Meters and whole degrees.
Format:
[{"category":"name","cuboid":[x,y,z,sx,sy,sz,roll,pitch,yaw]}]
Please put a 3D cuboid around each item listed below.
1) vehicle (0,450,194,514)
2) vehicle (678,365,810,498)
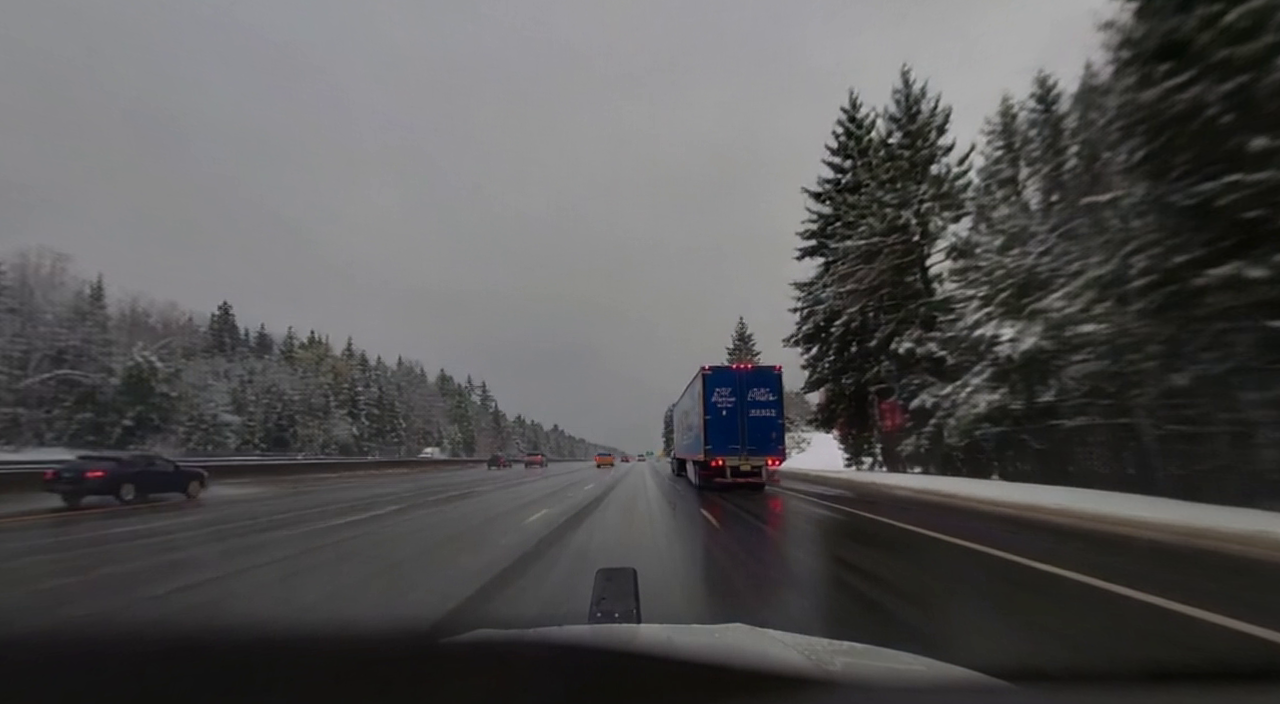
[{"category":"vehicle","cuboid":[-14.905,3.412,17.201,1.982,1.471,4.747,0,-9,1]},{"category":"vehicle","cuboid":[3.662,3.655,27.431,3.140,4.100,15.551,0,-9,0]}]
